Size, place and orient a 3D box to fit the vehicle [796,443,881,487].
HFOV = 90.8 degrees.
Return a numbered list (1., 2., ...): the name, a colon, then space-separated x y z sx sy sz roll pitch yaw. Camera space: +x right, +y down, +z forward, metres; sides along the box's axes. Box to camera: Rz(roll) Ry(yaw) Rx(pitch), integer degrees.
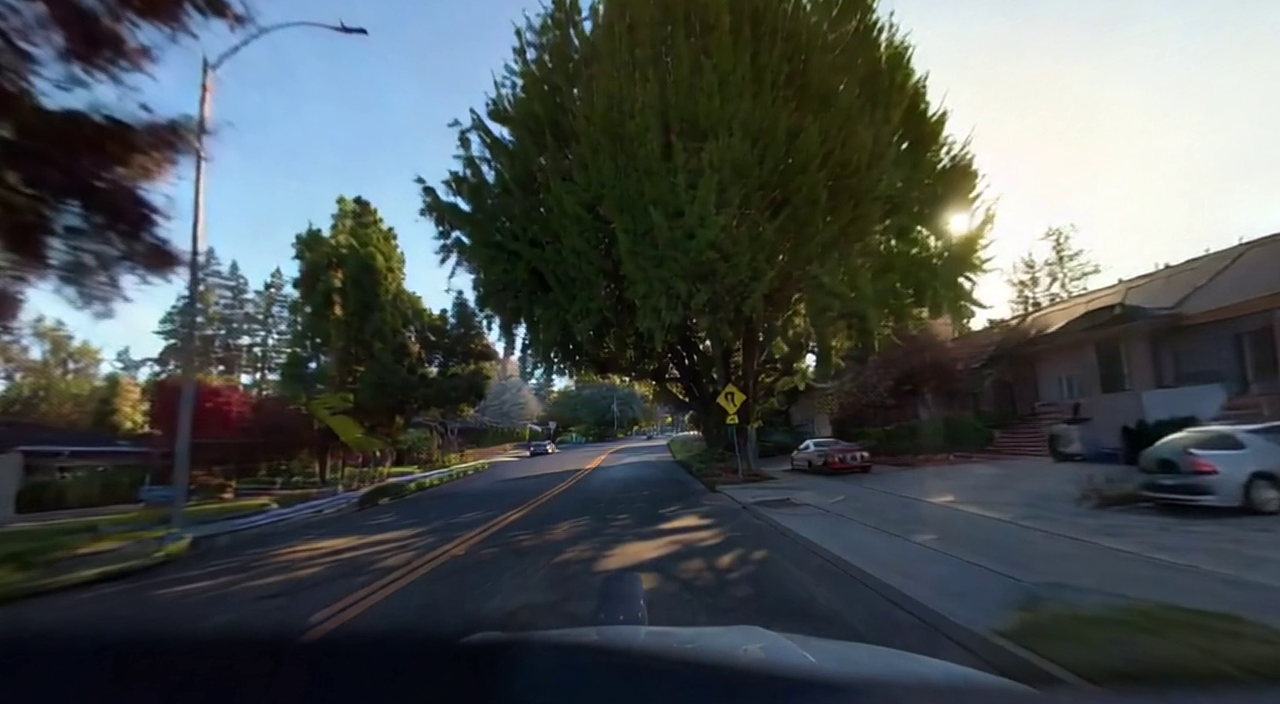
1. vehicle: 8.211 4.692 26.584 1.954 1.652 4.520 0 -9 -2
